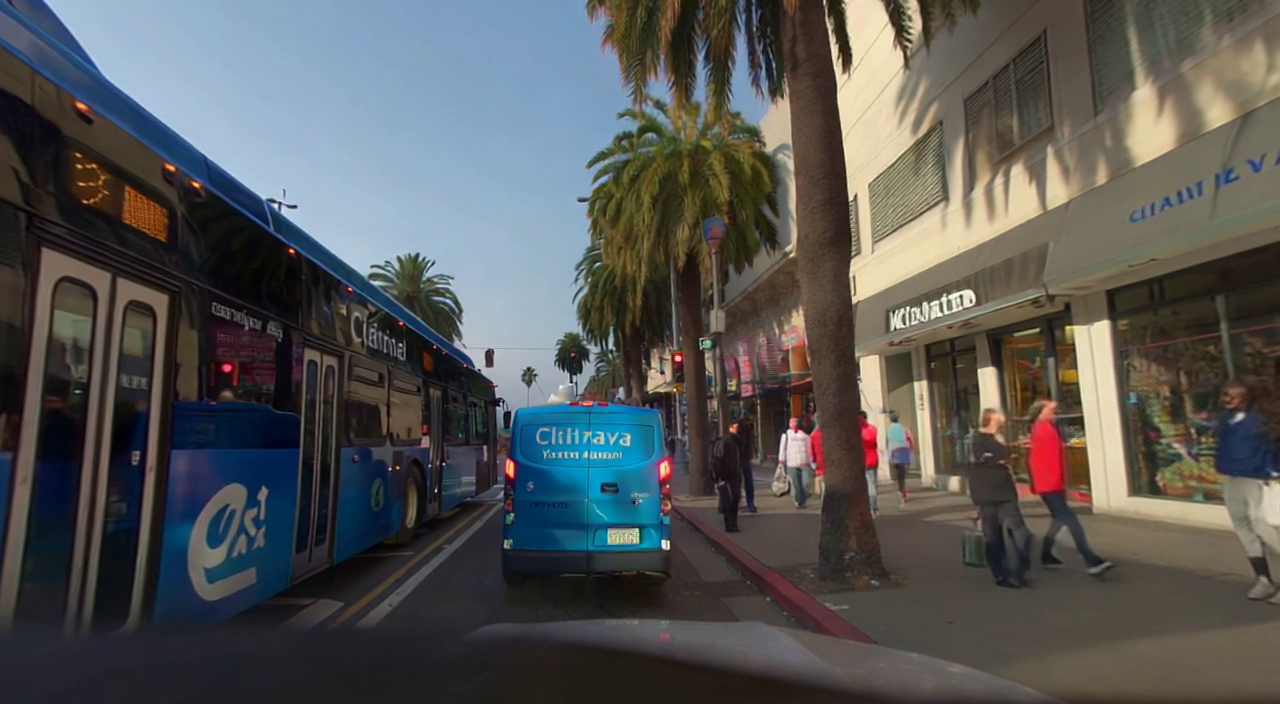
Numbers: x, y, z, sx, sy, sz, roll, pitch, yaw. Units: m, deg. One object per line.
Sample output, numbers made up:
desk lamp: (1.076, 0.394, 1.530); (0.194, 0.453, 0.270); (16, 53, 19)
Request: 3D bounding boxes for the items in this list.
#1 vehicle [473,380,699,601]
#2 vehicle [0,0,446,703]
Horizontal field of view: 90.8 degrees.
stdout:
vehicle: (-0.794, 1.524, 7.789); (2.002, 1.907, 4.211); (1, -9, -9)
vehicle: (-3.764, 0.173, 3.087); (2.863, 3.233, 11.573); (1, -8, -5)
